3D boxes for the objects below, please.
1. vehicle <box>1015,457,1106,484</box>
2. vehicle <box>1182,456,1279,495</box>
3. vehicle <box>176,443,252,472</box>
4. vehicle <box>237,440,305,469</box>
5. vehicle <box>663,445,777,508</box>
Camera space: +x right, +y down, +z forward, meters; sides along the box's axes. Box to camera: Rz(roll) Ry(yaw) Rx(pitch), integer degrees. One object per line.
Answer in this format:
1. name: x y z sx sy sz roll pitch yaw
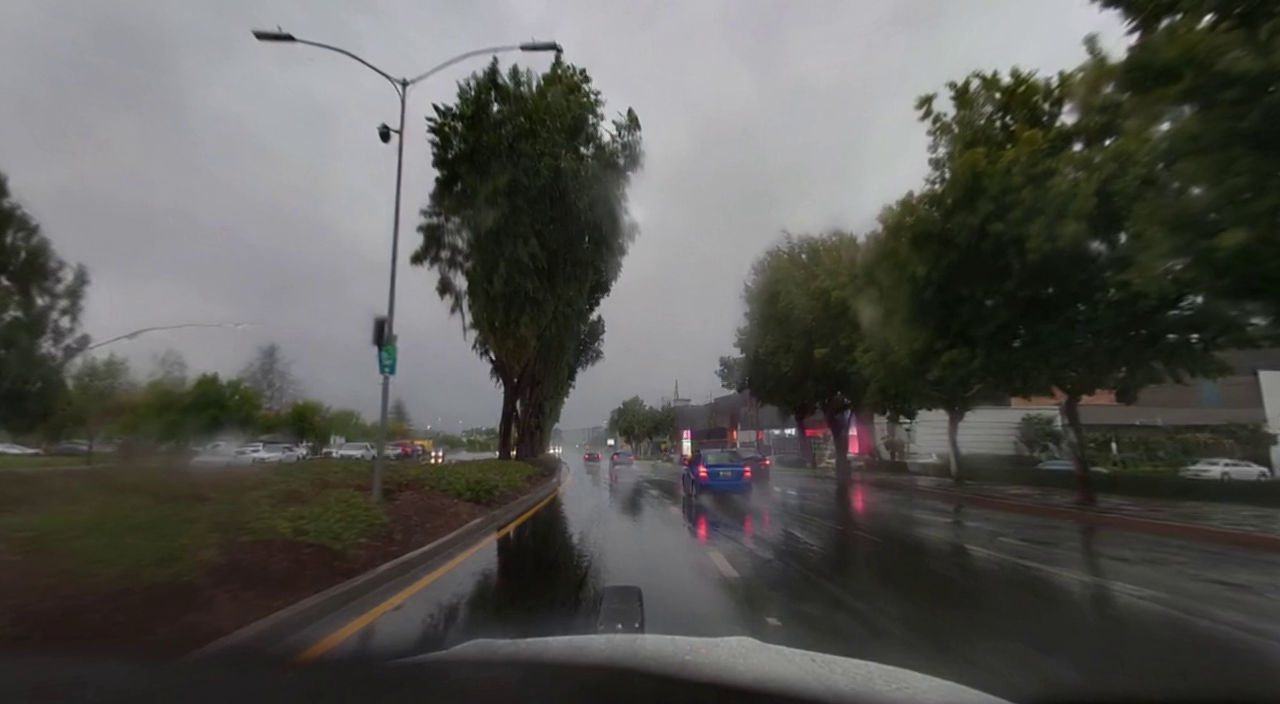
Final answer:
1. vehicle: 28.172 7.934 42.376 1.905 1.561 4.816 3 -9 -18
2. vehicle: 32.027 6.512 33.410 4.883 1.887 2.293 2 -9 -13
3. vehicle: -24.968 6.190 37.083 1.689 1.595 4.293 1 -9 -4
4. vehicle: -25.214 7.014 43.219 1.982 1.811 4.730 1 -9 -3
5. vehicle: 1.957 3.235 16.883 2.256 1.451 4.313 1 -9 -3
